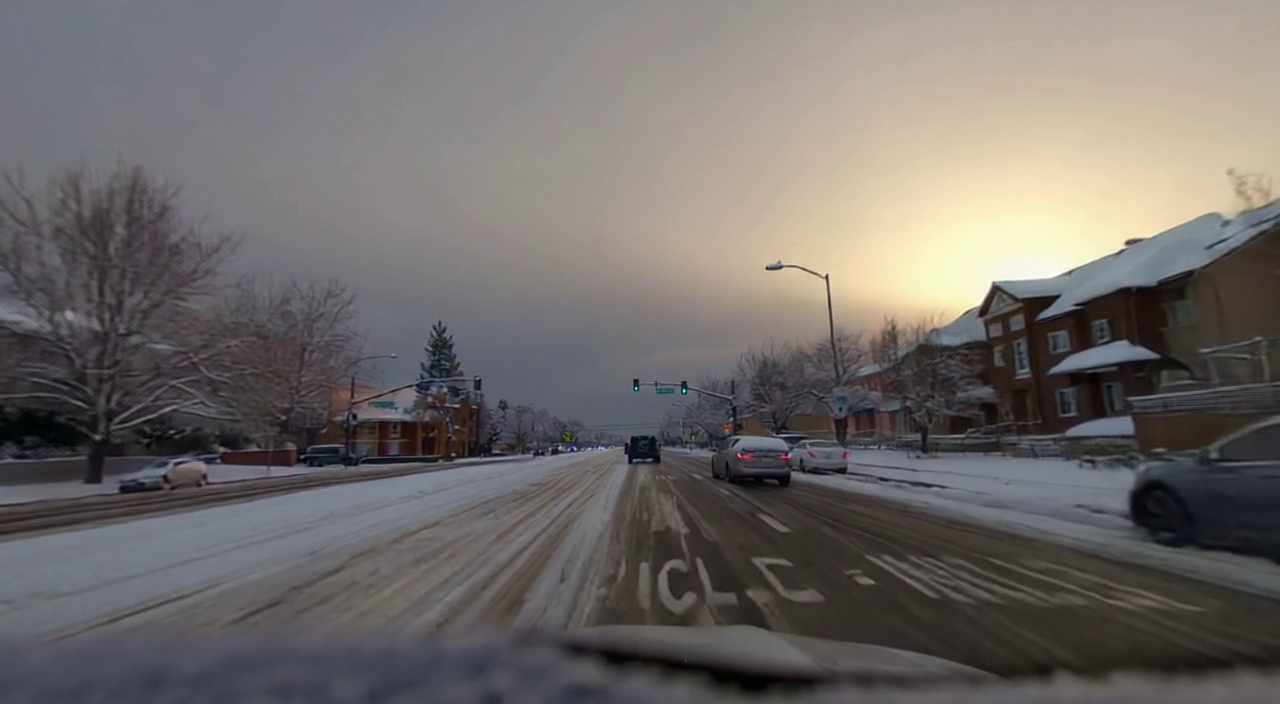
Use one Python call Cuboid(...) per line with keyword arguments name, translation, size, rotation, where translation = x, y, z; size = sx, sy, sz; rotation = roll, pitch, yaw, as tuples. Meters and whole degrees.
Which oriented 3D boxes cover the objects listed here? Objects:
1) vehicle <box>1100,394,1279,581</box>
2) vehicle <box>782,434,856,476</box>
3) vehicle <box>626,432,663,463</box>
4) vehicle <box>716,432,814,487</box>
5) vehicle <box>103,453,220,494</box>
Cuboid(name="vehicle", translation=(7.331, 1.310, 6.062), size=(2.128, 1.804, 4.825), rotation=(0, -8, 0))
Cuboid(name="vehicle", translation=(7.343, 4.250, 26.252), size=(1.876, 1.598, 4.171), rotation=(0, -8, 1))
Cuboid(name="vehicle", translation=(0.273, 6.165, 40.715), size=(2.239, 1.856, 4.815), rotation=(0, -8, 0))
Cuboid(name="vehicle", translation=(3.795, 3.361, 19.990), size=(2.178, 1.546, 4.311), rotation=(0, -8, 0))
Cuboid(name="vehicle", translation=(-22.307, 5.643, 29.621), size=(1.915, 1.686, 4.422), rotation=(0, -8, 1))
